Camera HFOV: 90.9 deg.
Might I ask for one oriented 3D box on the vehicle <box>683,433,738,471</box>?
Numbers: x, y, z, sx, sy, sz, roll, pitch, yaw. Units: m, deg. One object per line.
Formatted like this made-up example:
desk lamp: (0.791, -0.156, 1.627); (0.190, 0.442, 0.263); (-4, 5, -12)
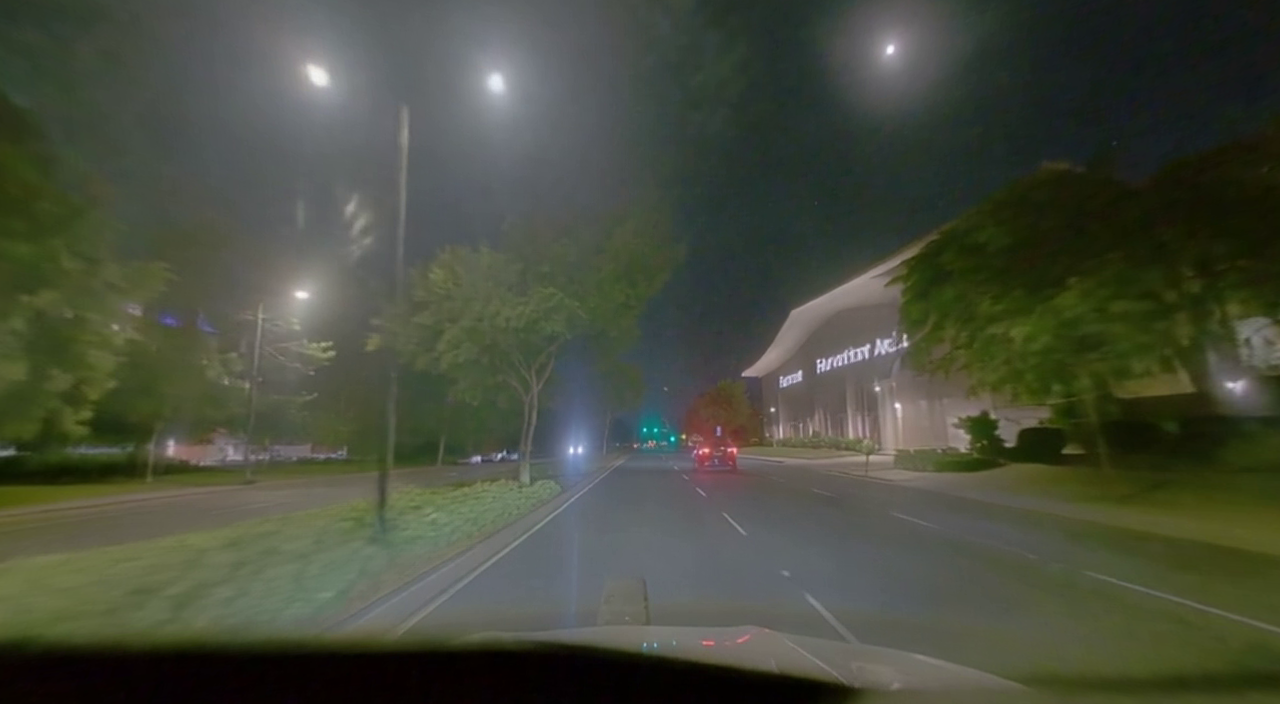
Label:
vehicle: (3.464, 5.001, 31.724); (2.143, 1.759, 4.378); (0, -8, -1)
